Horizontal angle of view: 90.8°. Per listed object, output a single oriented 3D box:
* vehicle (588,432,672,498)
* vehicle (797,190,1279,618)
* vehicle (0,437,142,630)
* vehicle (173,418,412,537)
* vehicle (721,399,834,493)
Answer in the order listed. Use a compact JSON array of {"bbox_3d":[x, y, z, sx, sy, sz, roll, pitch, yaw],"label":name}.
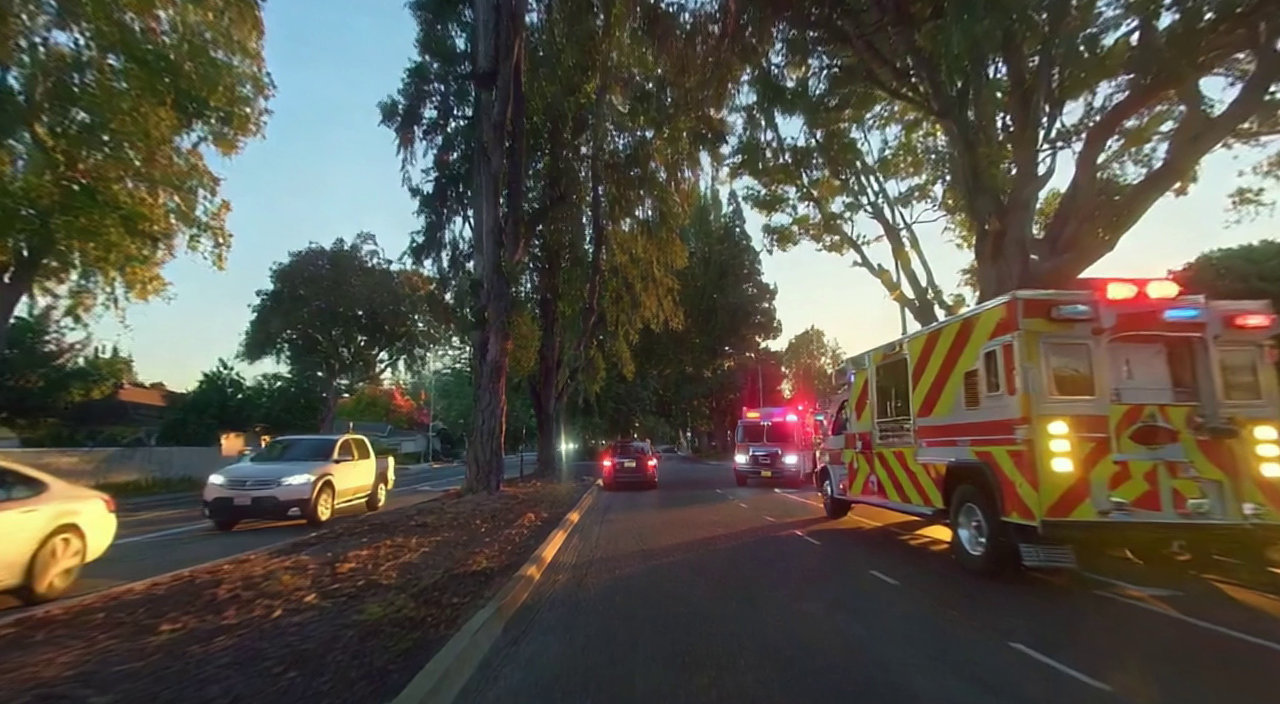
[{"bbox_3d":[-0.206,3.115,17.780,2.106,1.655,3.717,0,-8,1],"label":"vehicle"},{"bbox_3d":[5.160,1.121,9.448,2.885,3.246,9.408,0,-10,-2],"label":"vehicle"},{"bbox_3d":[-5.861,1.240,3.837,1.969,1.457,4.532,0,-8,0],"label":"vehicle"},{"bbox_3d":[-6.434,2.365,12.597,2.165,1.876,4.903,0,-8,-3],"label":"vehicle"},{"bbox_3d":[5.126,3.403,22.794,2.654,2.824,5.794,-7,-10,23],"label":"vehicle"}]
